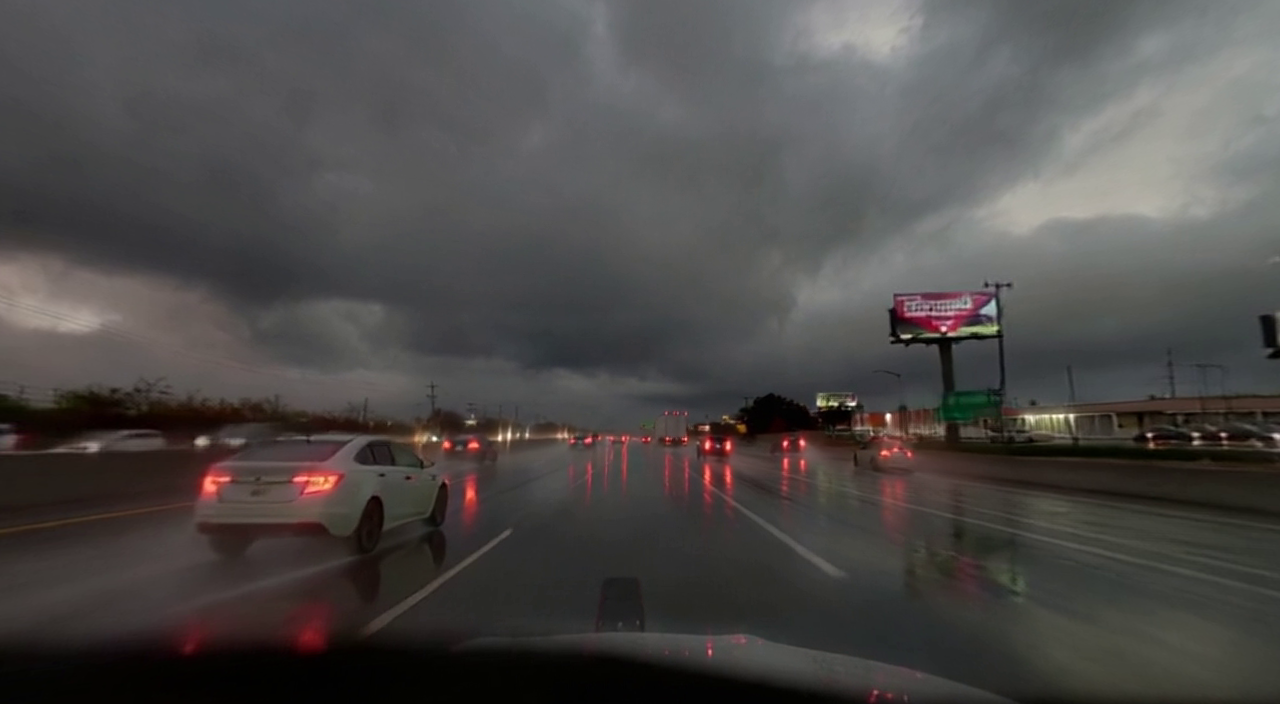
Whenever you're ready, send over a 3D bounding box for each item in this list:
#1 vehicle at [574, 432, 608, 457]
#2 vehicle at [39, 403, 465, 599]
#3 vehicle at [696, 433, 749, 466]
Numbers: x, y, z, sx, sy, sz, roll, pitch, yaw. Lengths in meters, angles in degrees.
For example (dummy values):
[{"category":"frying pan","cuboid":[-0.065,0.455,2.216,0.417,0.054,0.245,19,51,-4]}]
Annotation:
[{"category":"vehicle","cuboid":[-3.300,6.385,43.247,2.001,1.577,4.055,0,-9,0]},{"category":"vehicle","cuboid":[-3.658,1.494,7.137,2.008,1.504,4.264,0,-9,2]},{"category":"vehicle","cuboid":[4.145,5.014,32.352,2.135,1.532,4.506,1,-9,0]}]
